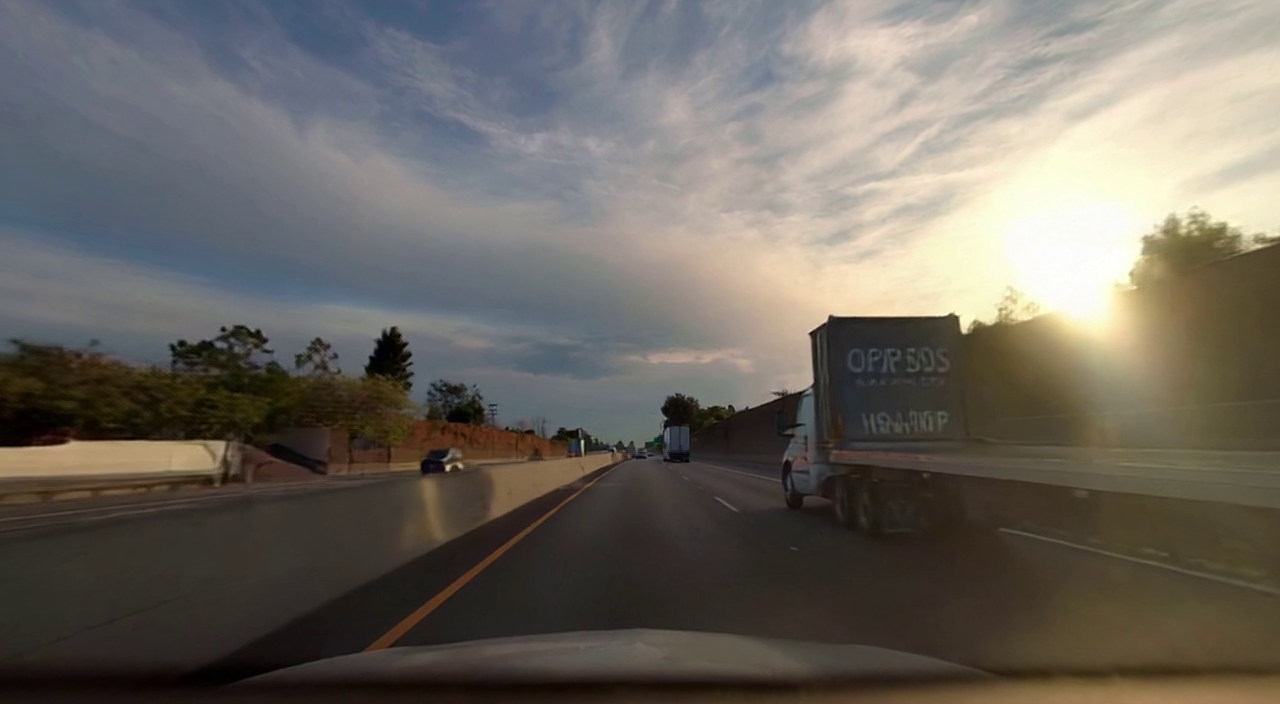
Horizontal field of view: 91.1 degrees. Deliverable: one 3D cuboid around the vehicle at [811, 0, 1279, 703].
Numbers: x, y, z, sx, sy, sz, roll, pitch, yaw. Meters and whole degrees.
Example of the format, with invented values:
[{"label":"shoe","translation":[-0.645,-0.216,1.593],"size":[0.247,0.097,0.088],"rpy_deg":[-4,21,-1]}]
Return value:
[{"label":"vehicle","translation":[4.163,-0.367,2.093],"size":[2.926,4.060,14.068],"rpy_deg":[0,-9,-1]}]
